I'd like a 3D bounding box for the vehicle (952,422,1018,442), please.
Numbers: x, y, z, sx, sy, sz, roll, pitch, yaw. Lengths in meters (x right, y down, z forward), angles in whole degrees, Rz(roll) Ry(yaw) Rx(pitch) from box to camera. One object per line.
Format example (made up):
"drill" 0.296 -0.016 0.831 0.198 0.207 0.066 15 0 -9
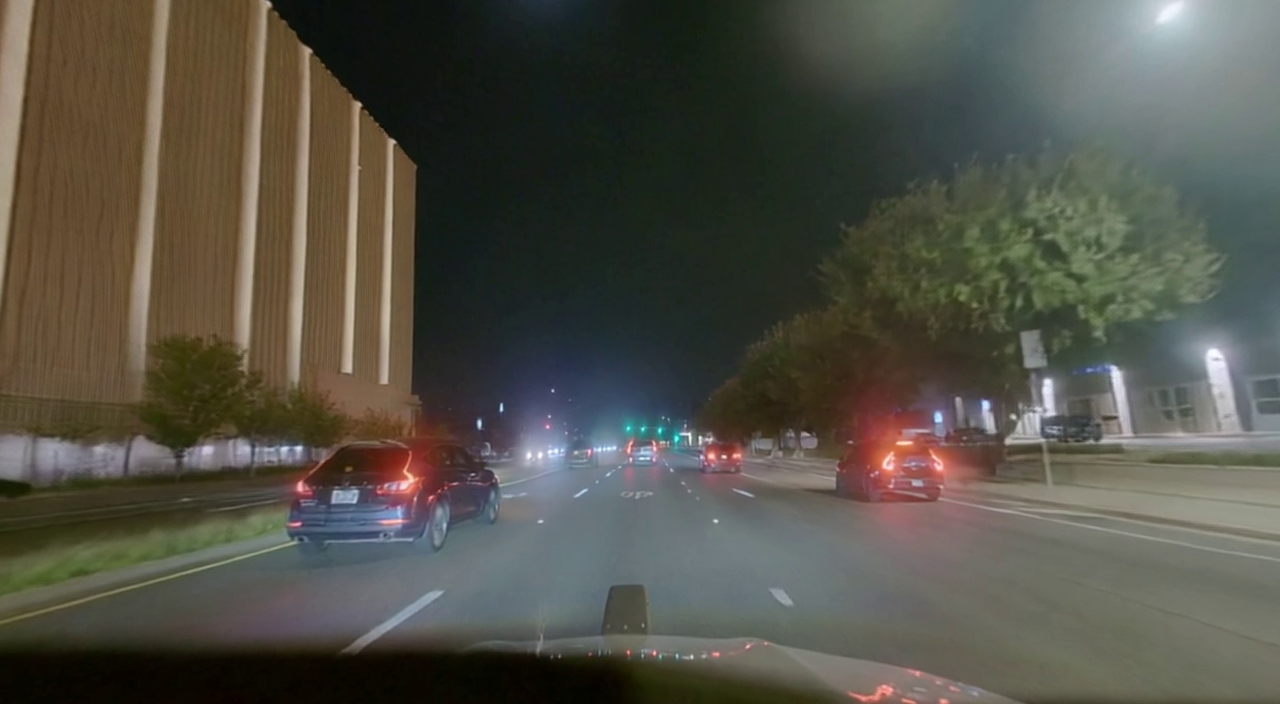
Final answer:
"vehicle" 26.216 6.105 47.890 4.674 1.489 2.008 4 -9 -26

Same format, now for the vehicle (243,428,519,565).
"vehicle" -3.278 1.919 9.175 2.095 1.486 4.411 0 -8 1

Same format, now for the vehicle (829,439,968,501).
"vehicle" 6.899 3.179 17.435 1.865 1.458 4.605 0 -8 0

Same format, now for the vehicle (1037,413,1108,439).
"vehicle" 26.527 4.576 38.619 4.617 1.459 1.819 5 -10 -32

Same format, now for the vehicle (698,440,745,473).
"vehicle" 3.839 5.022 30.455 1.884 1.458 4.245 -1 -8 2

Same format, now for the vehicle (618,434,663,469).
"vehicle" 0.031 5.550 35.197 2.304 1.795 4.526 0 -8 0

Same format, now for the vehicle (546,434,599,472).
"vehicle" -3.344 5.143 32.227 2.117 1.799 4.442 0 -8 1
